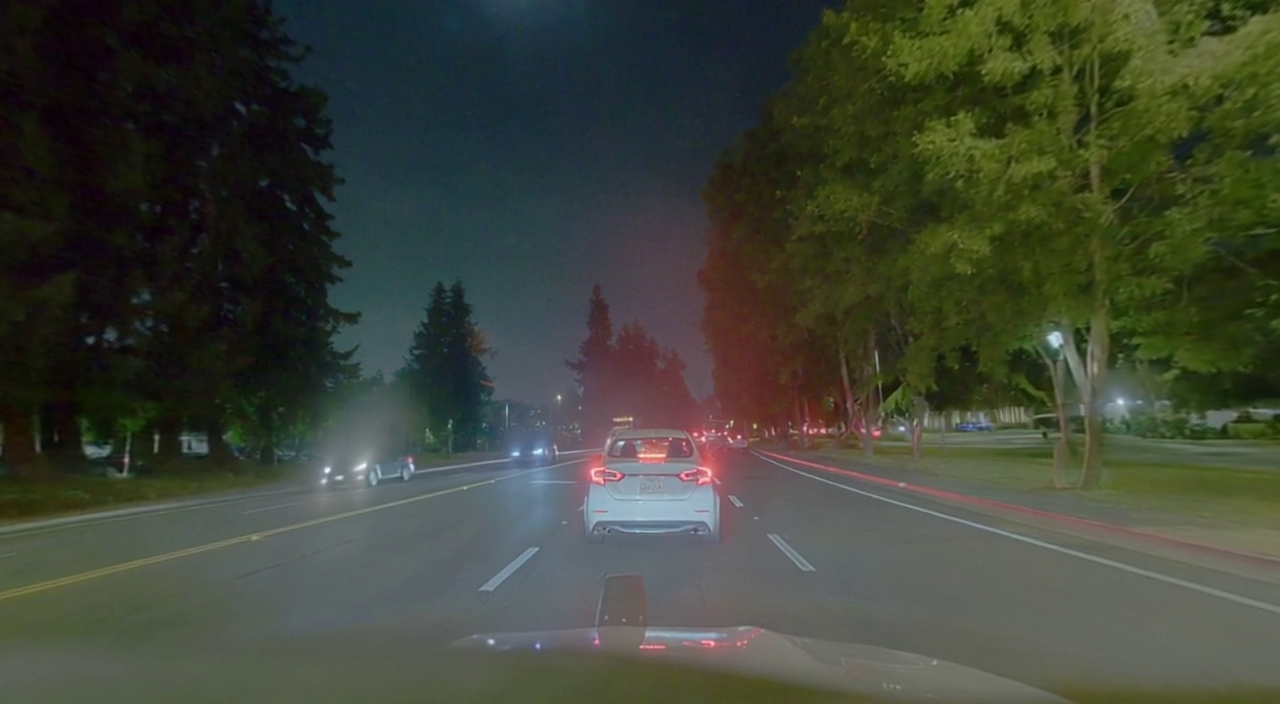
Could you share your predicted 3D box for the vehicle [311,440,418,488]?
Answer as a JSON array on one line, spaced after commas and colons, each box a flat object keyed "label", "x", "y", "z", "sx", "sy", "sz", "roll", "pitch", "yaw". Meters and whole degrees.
[{"label": "vehicle", "x": -10.561, "y": 4.297, "z": 24.601, "sx": 2.005, "sy": 1.701, "sz": 4.355, "roll": -1, "pitch": -8, "yaw": 3}]

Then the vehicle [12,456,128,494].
[{"label": "vehicle", "x": -27.310, "y": 5.879, "z": 30.269, "sx": 4.272, "sy": 1.438, "sz": 1.801, "roll": -5, "pitch": -9, "yaw": 9}]

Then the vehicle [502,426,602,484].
[{"label": "vehicle", "x": -2.906, "y": 3.576, "z": 22.103, "sx": 2.057, "sy": 1.786, "sz": 4.725, "roll": -2, "pitch": -8, "yaw": 11}]

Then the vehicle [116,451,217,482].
[{"label": "vehicle", "x": -26.673, "y": 6.460, "z": 35.605, "sx": 4.256, "sy": 1.633, "sz": 1.940, "roll": -1, "pitch": -8, "yaw": 7}]

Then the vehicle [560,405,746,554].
[{"label": "vehicle", "x": 0.182, "y": 1.789, "z": 9.498, "sx": 2.154, "sy": 1.710, "sz": 4.128, "roll": -1, "pitch": -8, "yaw": 1}]
